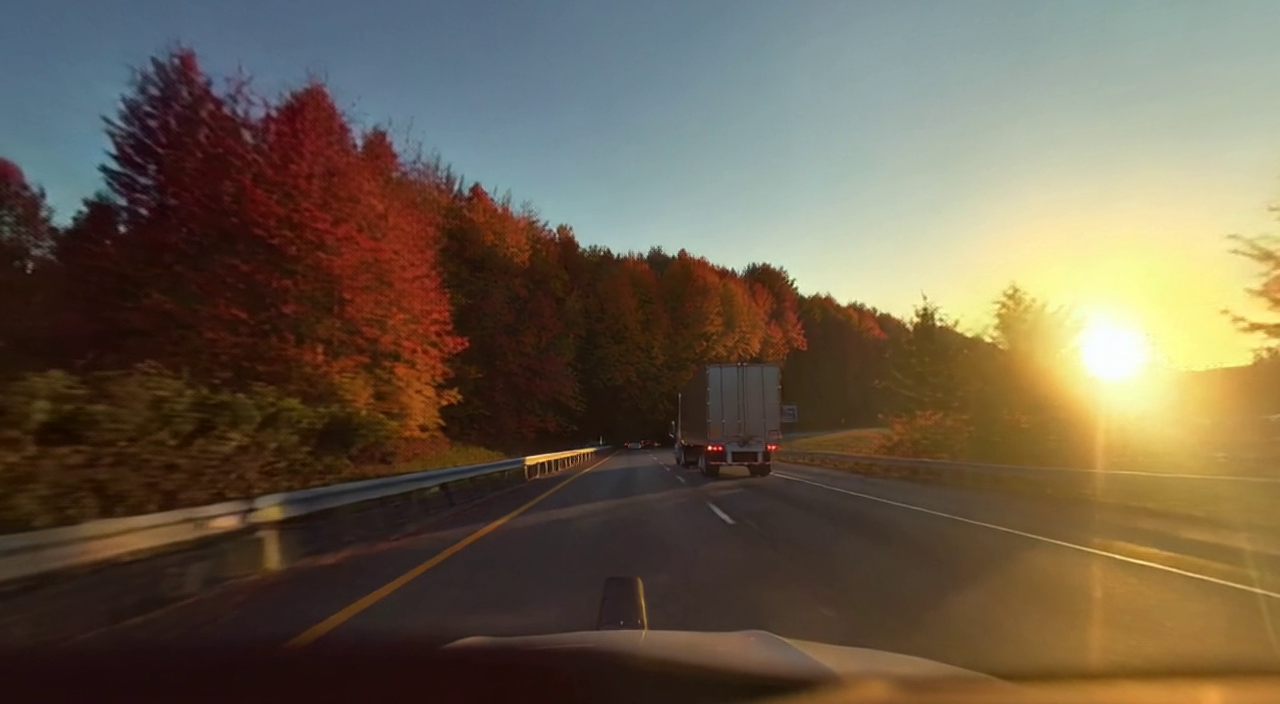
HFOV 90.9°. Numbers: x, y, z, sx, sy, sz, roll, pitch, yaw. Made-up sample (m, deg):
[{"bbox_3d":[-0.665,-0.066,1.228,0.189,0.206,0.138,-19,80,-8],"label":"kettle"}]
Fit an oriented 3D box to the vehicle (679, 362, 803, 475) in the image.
[{"bbox_3d":[4.081,3.437,30.184,3.357,4.101,14.659,0,-8,-1],"label":"vehicle"}]
